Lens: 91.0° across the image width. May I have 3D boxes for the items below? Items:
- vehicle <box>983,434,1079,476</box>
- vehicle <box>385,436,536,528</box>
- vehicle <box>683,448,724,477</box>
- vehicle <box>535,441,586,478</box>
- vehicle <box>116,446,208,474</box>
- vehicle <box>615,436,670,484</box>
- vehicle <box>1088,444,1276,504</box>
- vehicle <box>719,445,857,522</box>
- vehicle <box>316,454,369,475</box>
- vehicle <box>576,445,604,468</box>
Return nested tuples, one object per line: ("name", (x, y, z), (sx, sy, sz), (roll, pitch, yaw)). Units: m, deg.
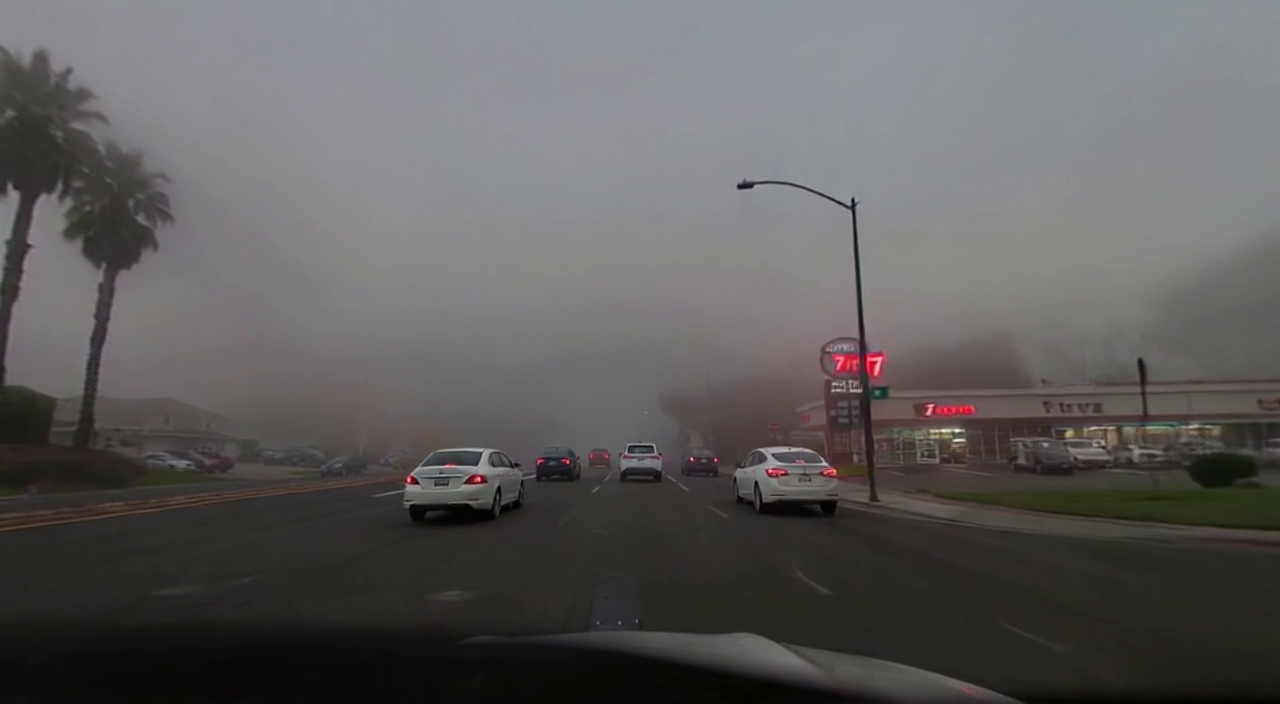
("vehicle", (18.458, 4.874, 29.993), (1.905, 1.833, 4.347), (0, -8, 2))
("vehicle", (-3.339, 2.478, 12.637), (1.864, 1.505, 4.202), (0, -8, -1))
("vehicle", (3.558, 6.268, 35.962), (1.880, 1.476, 3.932), (0, -8, -1))
("vehicle", (-3.826, 5.253, 31.016), (1.932, 1.695, 4.235), (0, -8, 0))
("vehicle", (-30.240, 6.823, 39.913), (4.123, 1.648, 2.053), (0, -8, 1))
("vehicle", (0.068, 4.610, 27.113), (2.164, 1.867, 4.254), (0, -8, -1))
("vehicle", (14.232, 3.178, 16.837), (1.833, 1.392, 3.588), (0, -8, 1))
("vehicle", (3.230, 2.949, 14.781), (1.977, 1.480, 4.589), (0, -8, -2))
("vehicle", (-22.675, 8.595, 48.139), (1.827, 1.441, 4.660), (0, -8, 0))
("vehicle", (-3.834, 8.066, 48.830), (1.871, 1.673, 3.920), (0, -8, 1))
